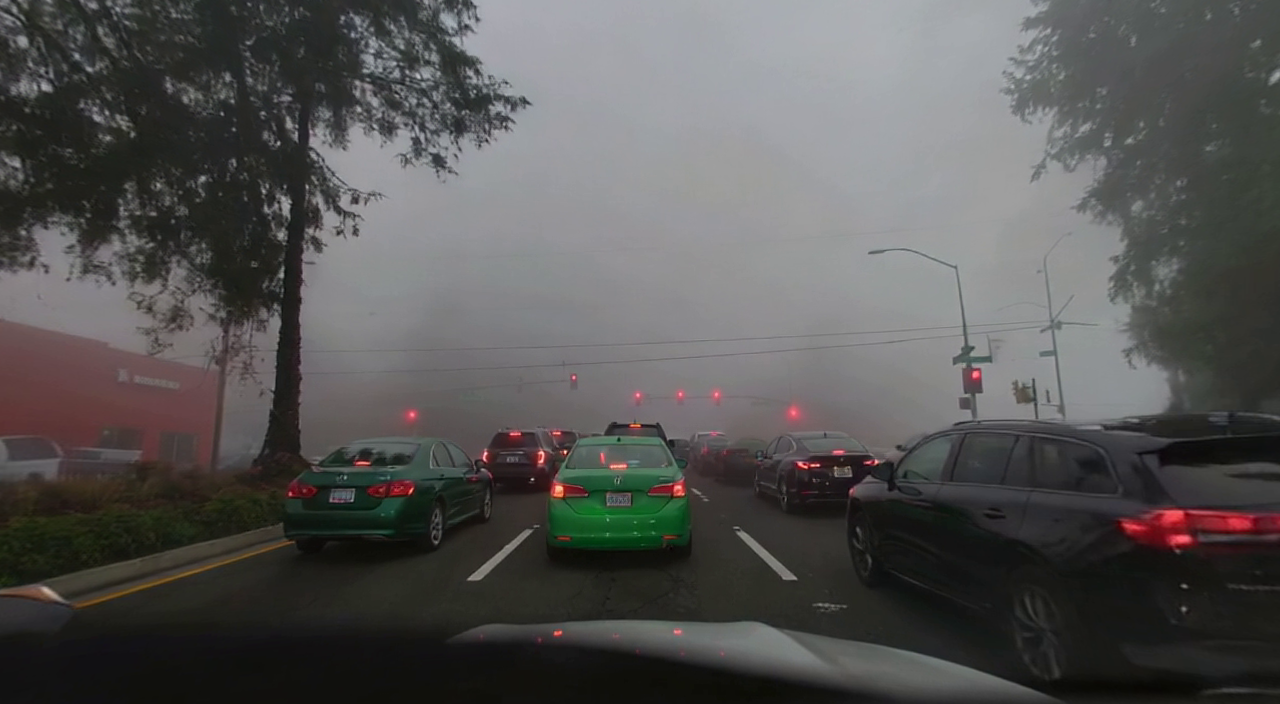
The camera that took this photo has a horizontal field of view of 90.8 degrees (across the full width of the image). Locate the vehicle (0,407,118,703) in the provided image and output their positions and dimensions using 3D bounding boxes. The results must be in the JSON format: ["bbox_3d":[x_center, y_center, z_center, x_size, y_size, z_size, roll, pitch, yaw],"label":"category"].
[{"bbox_3d":[-3.364,0.670,0.544,1.863,1.448,4.697,0,-8,-1],"label":"vehicle"}]

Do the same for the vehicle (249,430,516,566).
[{"bbox_3d":[-3.204,1.888,8.951,1.917,1.441,4.128,-1,-8,2],"label":"vehicle"}]

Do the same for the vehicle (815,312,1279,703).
[{"bbox_3d":[3.000,1.057,4.246,2.196,1.676,4.865,0,-8,-1],"label":"vehicle"}]

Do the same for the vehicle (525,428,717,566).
[{"bbox_3d":[-0.206,1.836,8.720,2.041,1.450,3.847,0,-8,0],"label":"vehicle"}]
